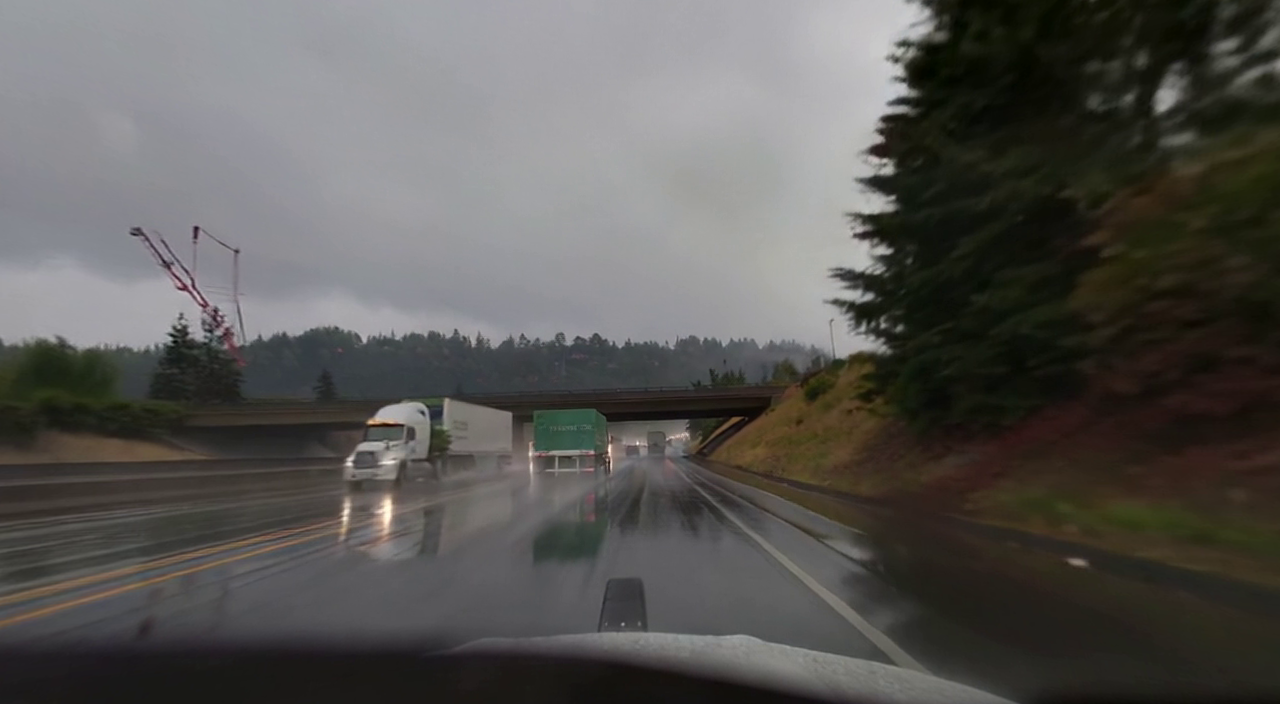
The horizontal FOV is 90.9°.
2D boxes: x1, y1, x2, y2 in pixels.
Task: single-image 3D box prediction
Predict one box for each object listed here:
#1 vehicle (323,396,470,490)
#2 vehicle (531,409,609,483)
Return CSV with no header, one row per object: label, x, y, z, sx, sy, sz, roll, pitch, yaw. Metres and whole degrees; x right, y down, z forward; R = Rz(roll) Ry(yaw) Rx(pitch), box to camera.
vehicle,-9.838,3.893,26.681,2.931,3.367,7.777,0,-9,1
vehicle,-2.826,4.100,27.382,2.565,2.771,6.641,0,-9,0
